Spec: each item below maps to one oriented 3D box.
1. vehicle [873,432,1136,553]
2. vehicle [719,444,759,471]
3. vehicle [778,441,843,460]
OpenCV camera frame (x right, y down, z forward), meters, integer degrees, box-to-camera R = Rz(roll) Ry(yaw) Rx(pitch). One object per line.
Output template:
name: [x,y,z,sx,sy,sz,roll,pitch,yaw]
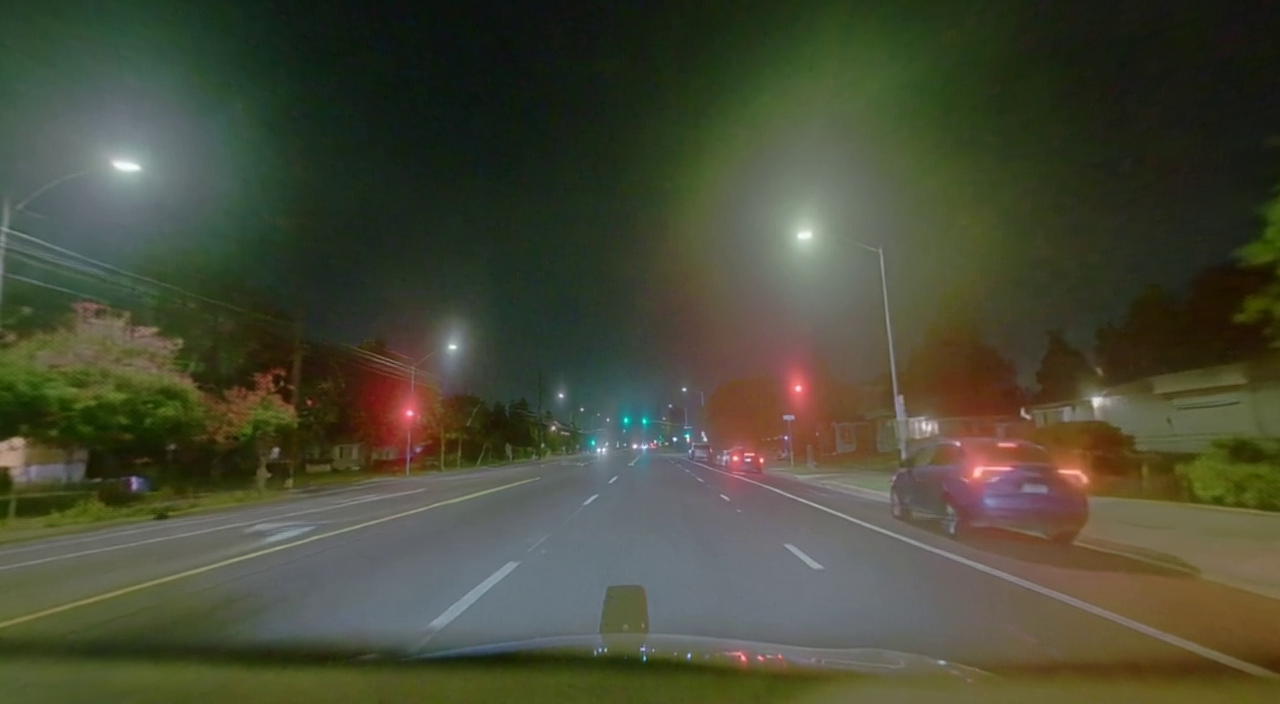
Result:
vehicle: [5.557,2.164,10.396,1.950,1.567,4.083,0,-9,1]
vehicle: [6.056,6.512,39.092,1.855,1.520,4.808,0,-9,2]
vehicle: [13.236,7.644,49.059,4.461,1.461,1.805,0,-9,0]
